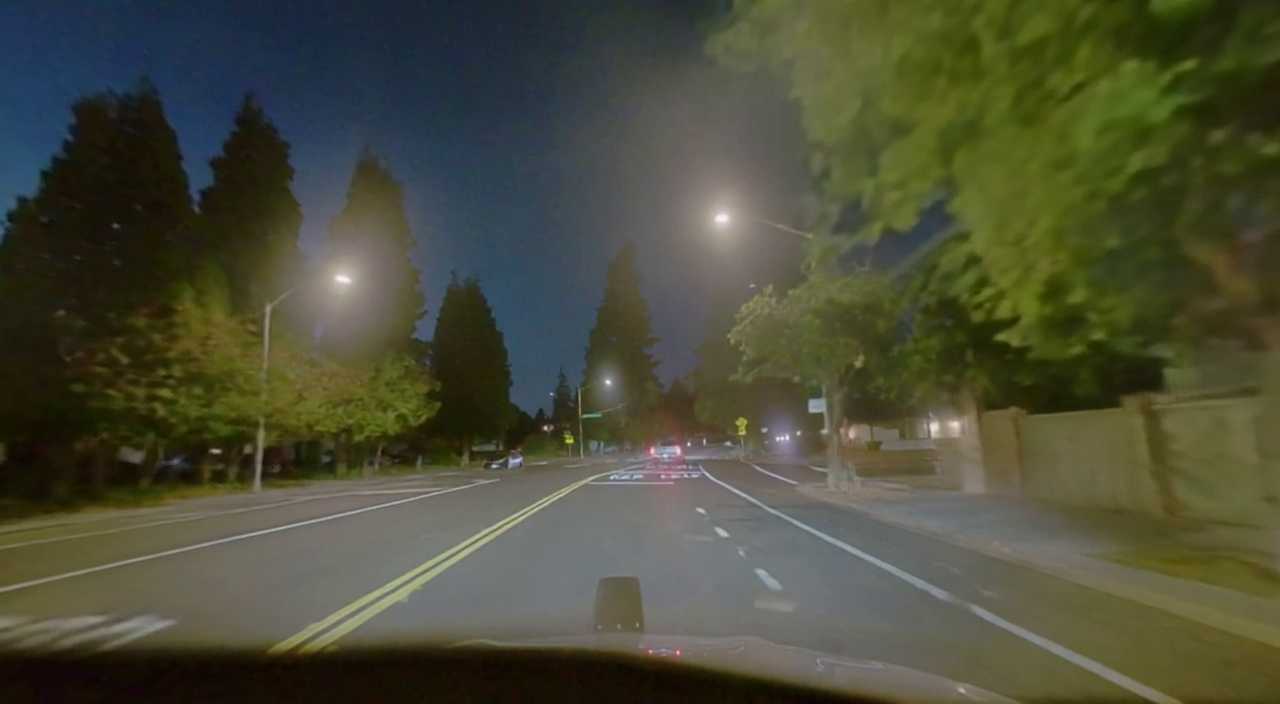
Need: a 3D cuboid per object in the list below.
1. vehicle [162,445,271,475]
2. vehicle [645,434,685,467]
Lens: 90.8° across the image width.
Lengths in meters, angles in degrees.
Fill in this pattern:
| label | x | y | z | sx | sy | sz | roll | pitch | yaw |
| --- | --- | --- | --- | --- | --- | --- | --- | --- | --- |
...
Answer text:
| label | x | y | z | sx | sy | sz | roll | pitch | yaw |
| --- | --- | --- | --- | --- | --- | --- | --- | --- | --- |
| vehicle | -25.817 | 6.611 | 38.701 | 4.975 | 1.732 | 2.165 | 2 | -9 | -13 |
| vehicle | 1.640 | 6.239 | 40.114 | 2.153 | 1.942 | 4.767 | -1 | -9 | 6 |
